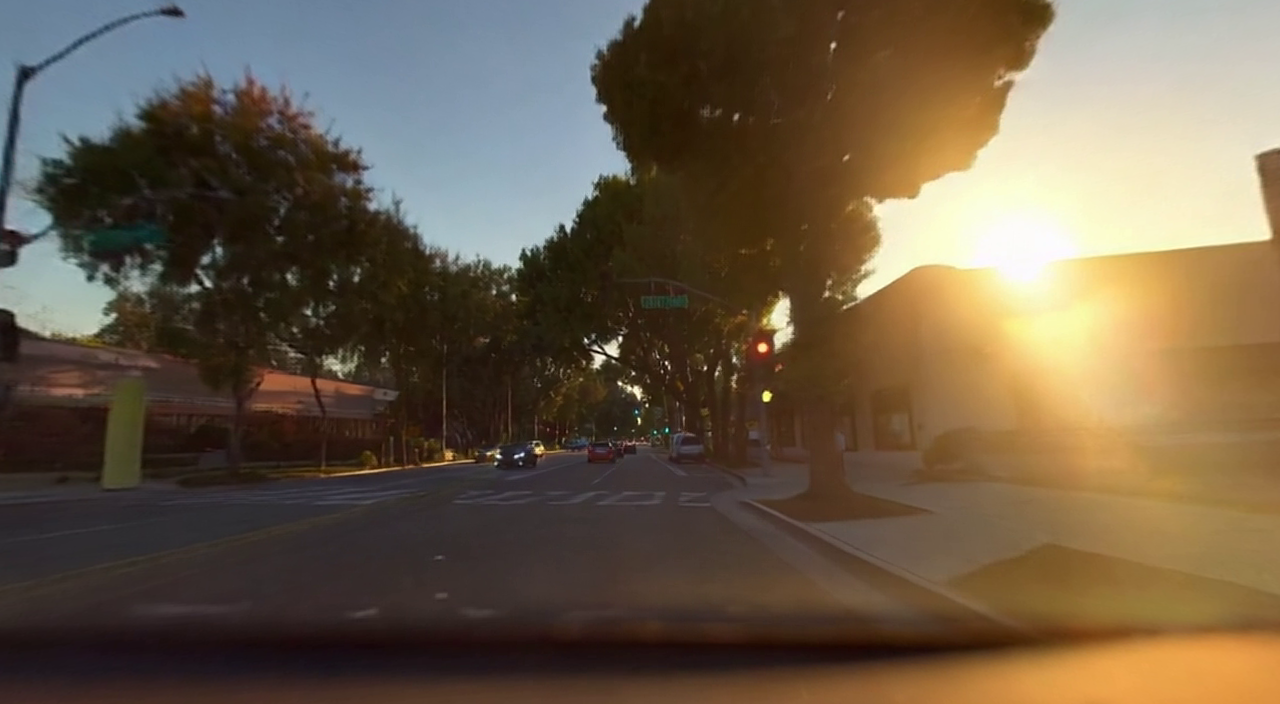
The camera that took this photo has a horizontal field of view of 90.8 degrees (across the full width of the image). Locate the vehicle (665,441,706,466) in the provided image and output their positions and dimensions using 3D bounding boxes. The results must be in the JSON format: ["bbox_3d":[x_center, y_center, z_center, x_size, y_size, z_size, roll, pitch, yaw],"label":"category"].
[{"bbox_3d":[2.848,6.463,40.421,2.034,1.491,4.618,0,-8,-3],"label":"vehicle"}]

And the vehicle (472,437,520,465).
[{"bbox_3d":[-10.015,6.914,44.368,2.116,1.817,4.964,0,-8,1],"label":"vehicle"}]

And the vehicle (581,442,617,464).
[{"bbox_3d":[-2.885,7.170,45.170,2.122,1.469,4.388,0,-8,2],"label":"vehicle"}]
